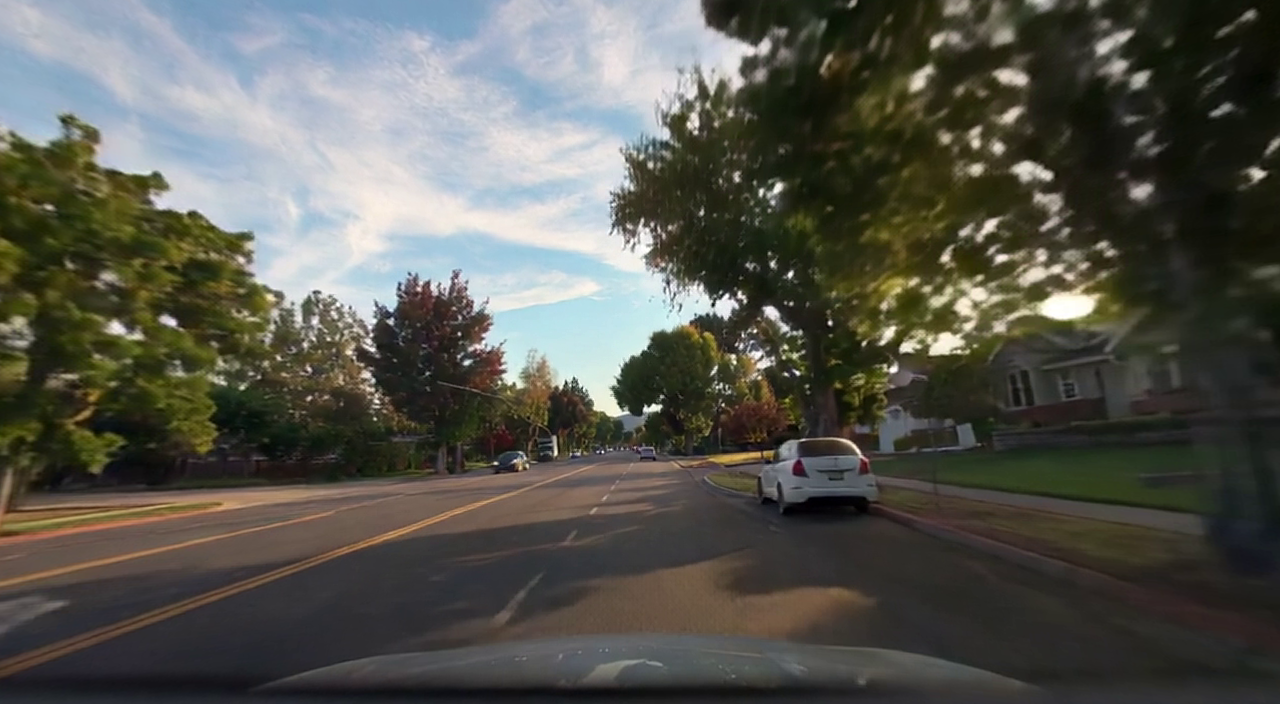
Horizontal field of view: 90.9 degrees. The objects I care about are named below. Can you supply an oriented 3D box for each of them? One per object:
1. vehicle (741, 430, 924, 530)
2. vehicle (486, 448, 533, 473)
[{"bbox_3d":[3.333,2.329,12.083,2.011,1.507,4.769,0,-9,0],"label":"vehicle"},{"bbox_3d":[-8.478,7.083,41.267,2.001,1.508,4.581,-1,-9,1],"label":"vehicle"}]
